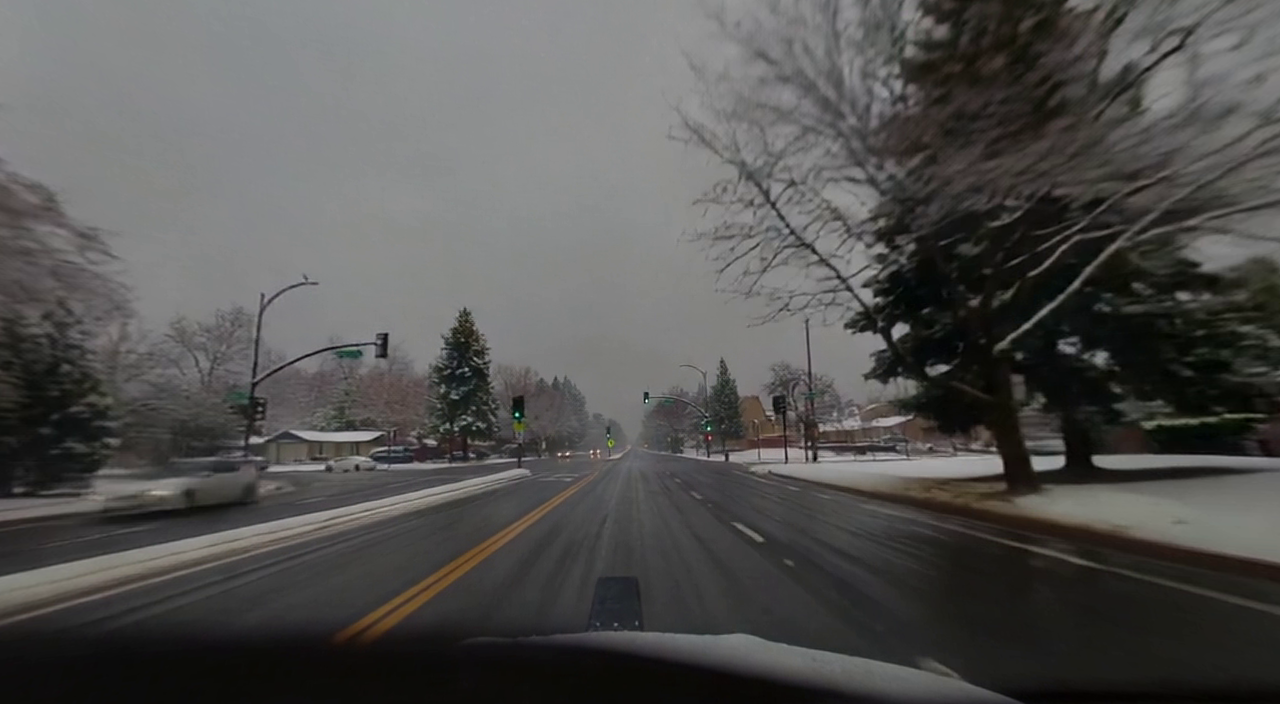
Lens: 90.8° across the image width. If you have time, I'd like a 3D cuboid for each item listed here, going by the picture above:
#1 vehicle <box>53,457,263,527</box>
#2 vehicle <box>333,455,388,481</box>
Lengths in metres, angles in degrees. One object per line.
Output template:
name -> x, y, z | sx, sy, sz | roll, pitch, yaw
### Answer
vehicle -> -12.604, 3.634, 17.037 | 1.923, 1.516, 4.735 | 0, -9, 0
vehicle -> -17.483, 7.184, 39.382 | 2.018, 1.500, 4.433 | 6, -11, -37
